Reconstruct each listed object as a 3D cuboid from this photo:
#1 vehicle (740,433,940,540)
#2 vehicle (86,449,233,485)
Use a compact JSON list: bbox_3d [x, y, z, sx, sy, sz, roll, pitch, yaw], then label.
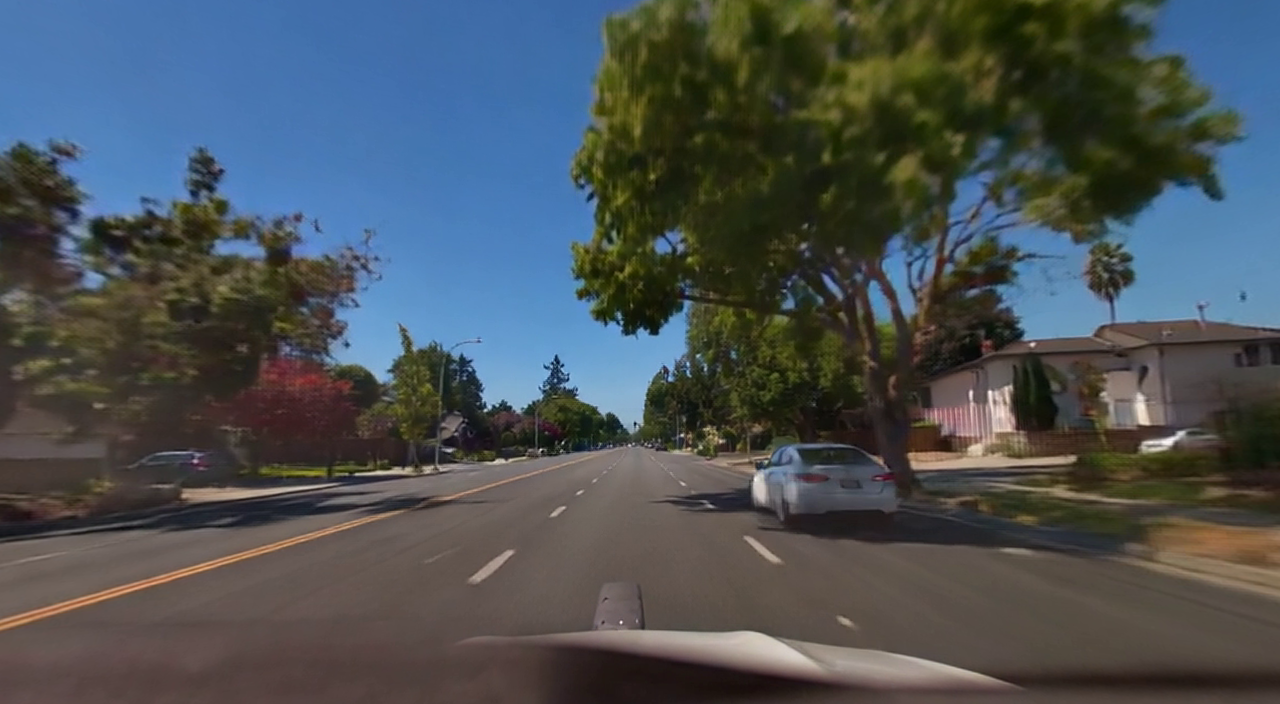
[{"bbox_3d":[3.173,2.228,11.107,2.057,1.493,4.225,0,-9,-1],"label":"vehicle"},{"bbox_3d":[-20.583,4.932,27.195,4.689,1.466,1.969,0,-9,1],"label":"vehicle"}]
